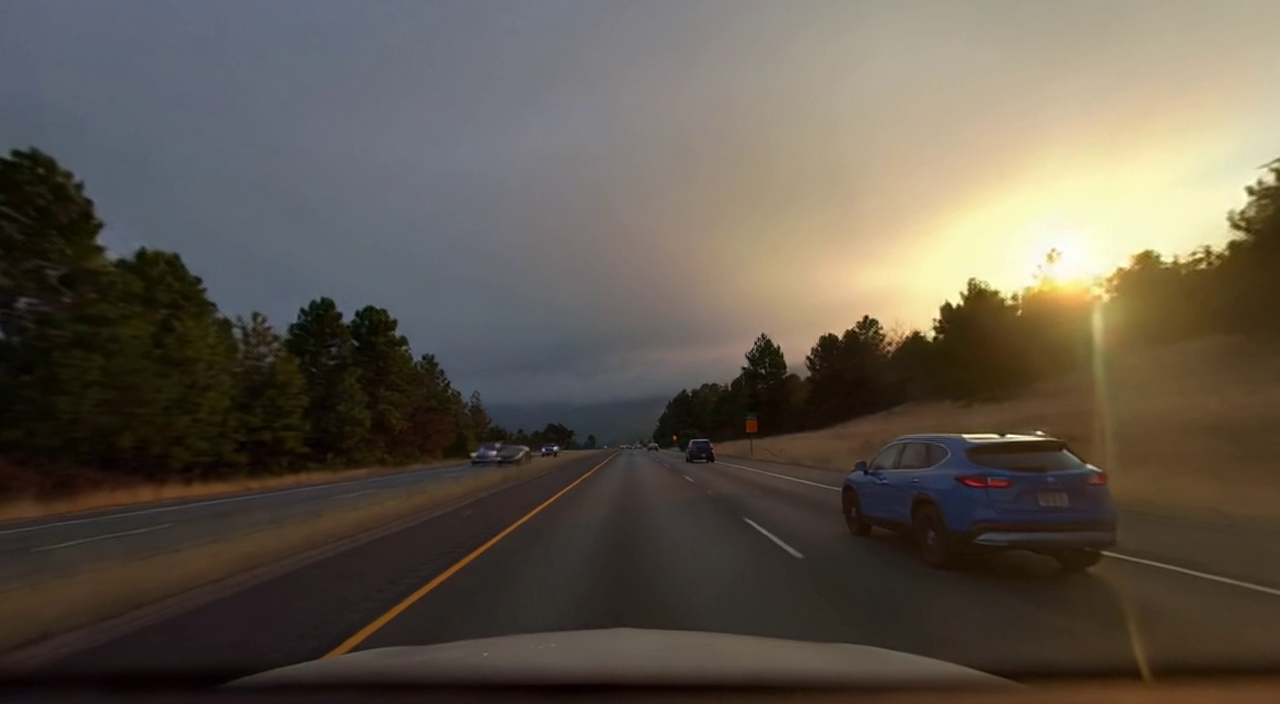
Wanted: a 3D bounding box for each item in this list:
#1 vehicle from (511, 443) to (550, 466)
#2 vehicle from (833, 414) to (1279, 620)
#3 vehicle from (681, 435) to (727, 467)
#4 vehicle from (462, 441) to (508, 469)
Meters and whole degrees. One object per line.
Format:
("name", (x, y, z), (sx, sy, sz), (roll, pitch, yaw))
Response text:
("vehicle", (-7.743, 7.302, 45.018), (1.993, 1.508, 4.492), (-1, -8, 0))
("vehicle", (3.823, 1.524, 6.857), (1.999, 1.501, 4.221), (0, -8, -1))
("vehicle", (3.500, 5.530, 35.317), (2.043, 1.673, 4.016), (0, -8, -2))
("vehicle", (-11.811, 7.875, 48.253), (2.223, 1.985, 5.103), (-1, -8, 0))
